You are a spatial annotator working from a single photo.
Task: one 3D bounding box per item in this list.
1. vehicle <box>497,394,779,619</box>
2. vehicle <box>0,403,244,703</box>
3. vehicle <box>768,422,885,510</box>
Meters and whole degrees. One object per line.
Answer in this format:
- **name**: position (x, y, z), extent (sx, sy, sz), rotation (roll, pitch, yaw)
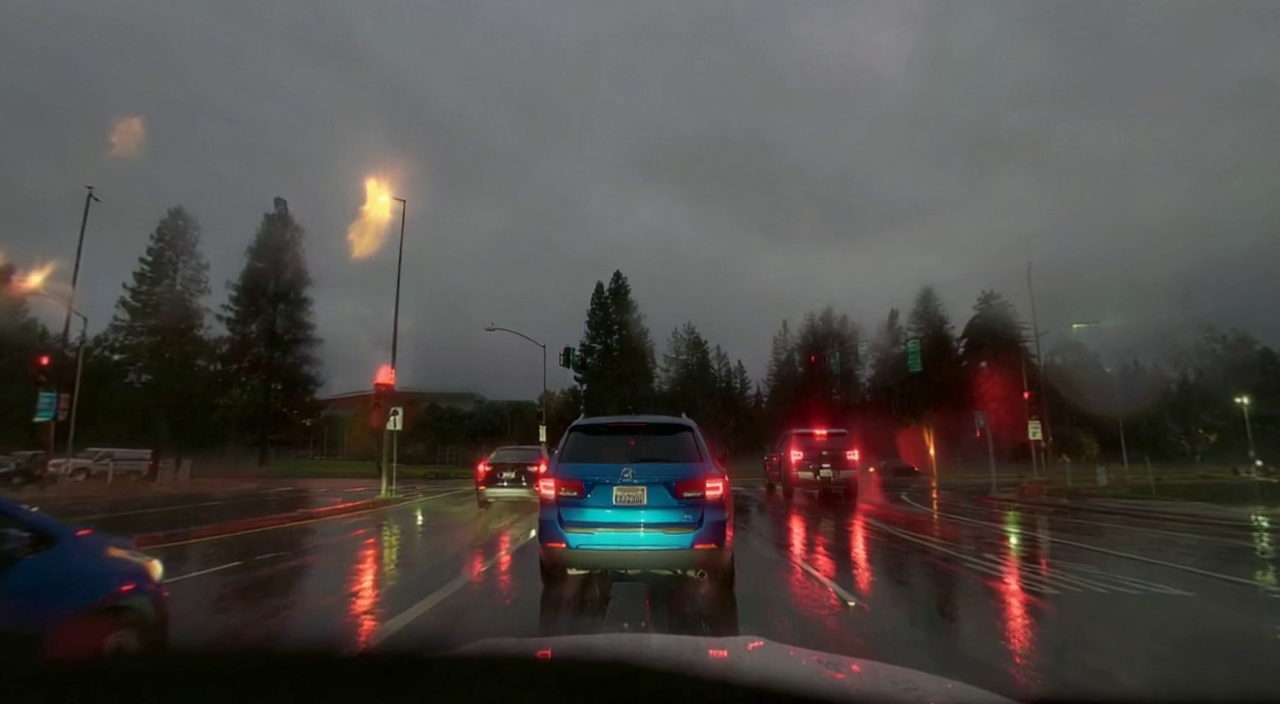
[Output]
- **vehicle**: position (-0.036, 1.527, 7.176), extent (2.203, 1.757, 4.286), rotation (0, -8, -1)
- **vehicle**: position (-3.389, 0.801, 1.511), extent (1.913, 1.453, 4.413), rotation (0, -8, 1)
- **vehicle**: position (4.813, 2.988, 16.944), extent (2.084, 2.053, 4.073), rotation (-1, -8, 4)
